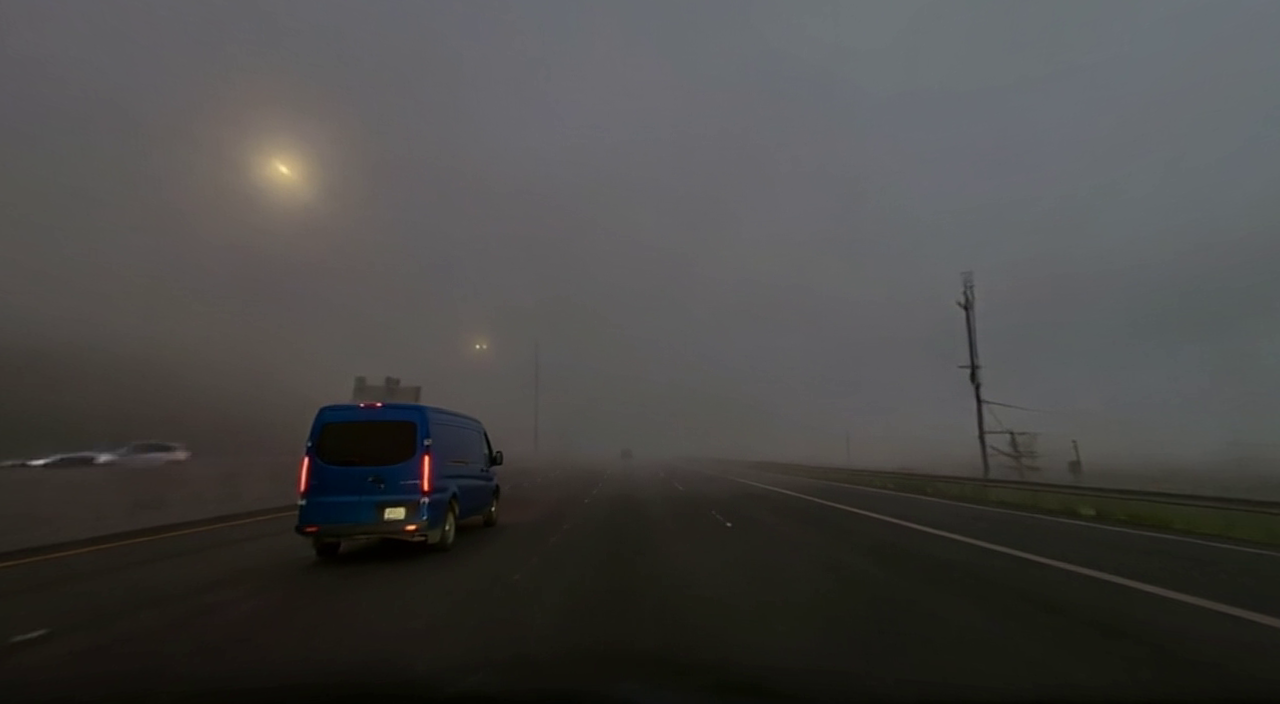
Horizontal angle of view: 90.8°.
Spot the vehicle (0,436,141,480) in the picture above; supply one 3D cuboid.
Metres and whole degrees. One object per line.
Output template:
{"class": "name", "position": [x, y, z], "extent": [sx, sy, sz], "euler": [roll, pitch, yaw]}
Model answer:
{"class": "vehicle", "position": [-23.789, 4.418, 26.489], "extent": [1.926, 1.681, 4.655], "euler": [0, -9, -1]}

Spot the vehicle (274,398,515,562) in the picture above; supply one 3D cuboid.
{"class": "vehicle", "position": [-3.442, 1.913, 10.020], "extent": [2.046, 1.982, 4.465], "euler": [0, -9, -1]}
